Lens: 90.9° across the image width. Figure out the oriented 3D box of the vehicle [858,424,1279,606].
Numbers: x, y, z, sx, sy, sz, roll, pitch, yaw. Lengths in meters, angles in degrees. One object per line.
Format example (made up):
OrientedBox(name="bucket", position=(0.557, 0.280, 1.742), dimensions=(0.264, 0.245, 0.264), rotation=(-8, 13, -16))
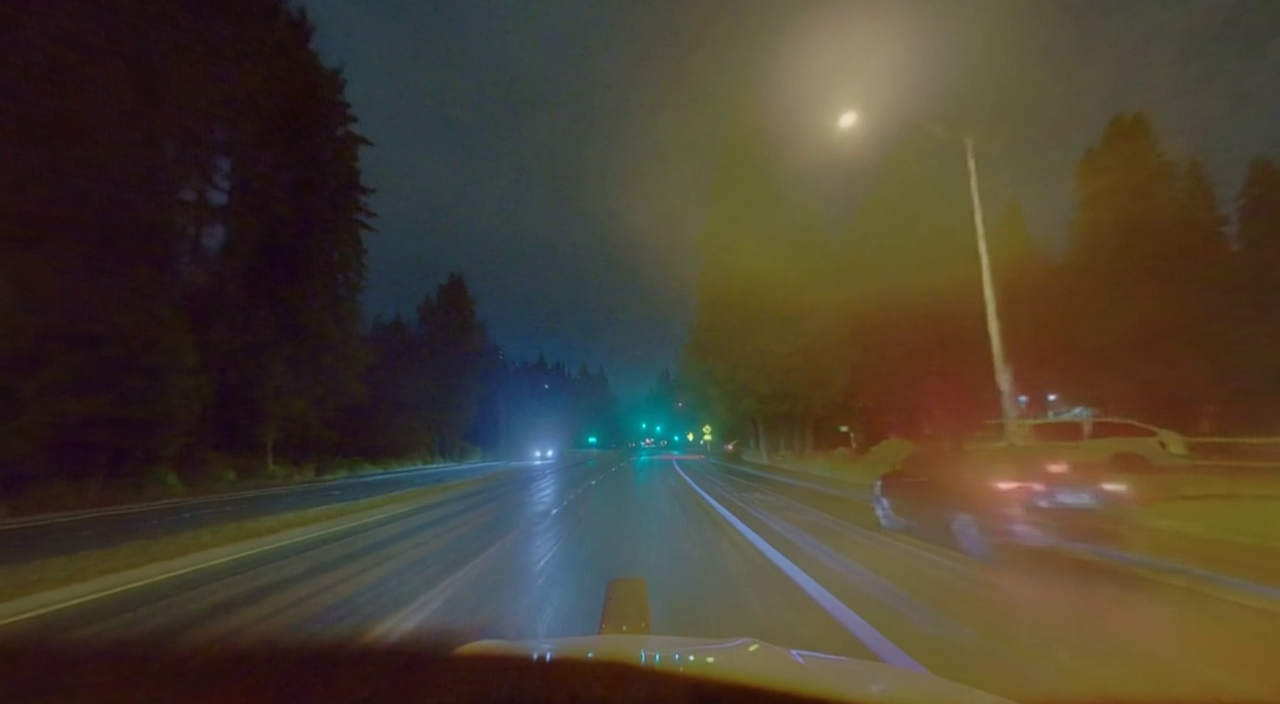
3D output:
OrientedBox(name="vehicle", position=(4.534, 1.698, 7.613), dimensions=(2.184, 1.496, 4.615), rotation=(0, -8, 1))
